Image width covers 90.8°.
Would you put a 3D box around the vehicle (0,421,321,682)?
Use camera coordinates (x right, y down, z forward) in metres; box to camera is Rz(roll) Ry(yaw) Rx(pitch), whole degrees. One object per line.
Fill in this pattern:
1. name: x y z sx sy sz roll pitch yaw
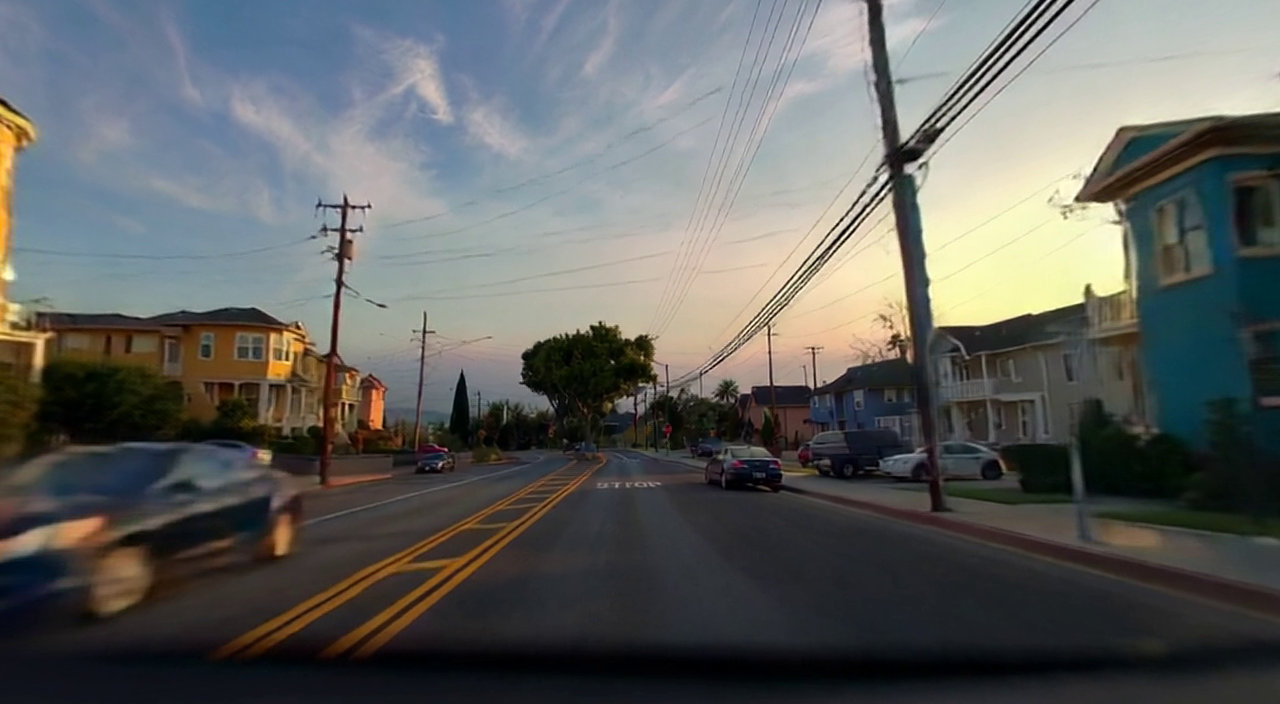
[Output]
1. vehicle: -4.915 1.460 5.534 2.205 1.480 4.366 -1 -8 -4

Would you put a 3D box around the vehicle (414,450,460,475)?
1. vehicle: -13.169 7.135 41.244 1.957 1.459 4.913 1 -8 -7

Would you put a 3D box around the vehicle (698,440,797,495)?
1. vehicle: 3.105 3.451 19.354 1.917 1.434 4.733 0 -8 -4

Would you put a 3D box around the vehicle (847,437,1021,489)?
1. vehicle: 9.126 3.444 19.919 4.658 1.465 2.025 -4 -9 24
